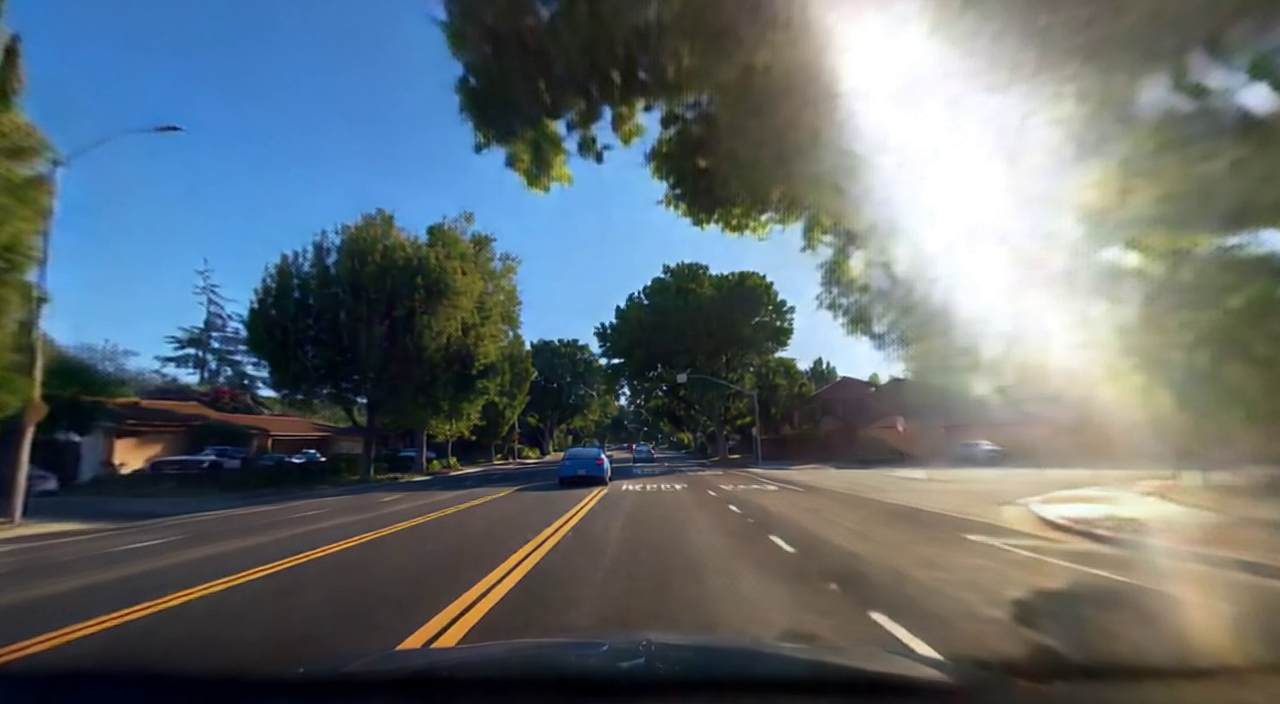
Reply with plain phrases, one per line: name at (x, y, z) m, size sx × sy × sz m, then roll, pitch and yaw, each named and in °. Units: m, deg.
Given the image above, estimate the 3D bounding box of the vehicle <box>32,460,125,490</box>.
vehicle at (-33.160, 7.235, 37.357) m, size 1.774 × 1.484 × 3.684 m, roll -5°, pitch -9°, yaw 13°

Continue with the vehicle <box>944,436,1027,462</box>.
vehicle at (22.838, 6.424, 41.744) m, size 4.318 × 1.601 × 1.975 m, roll 0°, pitch -9°, yaw -3°

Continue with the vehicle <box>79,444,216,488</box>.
vehicle at (-27.868, 6.419, 36.041) m, size 2.161 × 2.233 × 5.937 m, roll -2°, pitch -9°, yaw 14°

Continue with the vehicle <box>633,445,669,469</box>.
vehicle at (0.697, 6.902, 41.730) m, size 2.226 × 1.505 × 4.128 m, roll 0°, pitch -9°, yaw 0°

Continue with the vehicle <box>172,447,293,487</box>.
vehicle at (-22.357, 6.278, 34.950) m, size 2.173 × 1.849 × 5.752 m, roll -5°, pitch -9°, yaw 12°

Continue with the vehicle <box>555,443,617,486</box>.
vehicle at (-1.978, 4.278, 24.391) m, size 2.158 × 1.469 × 4.909 m, roll 0°, pitch -9°, yaw -2°
